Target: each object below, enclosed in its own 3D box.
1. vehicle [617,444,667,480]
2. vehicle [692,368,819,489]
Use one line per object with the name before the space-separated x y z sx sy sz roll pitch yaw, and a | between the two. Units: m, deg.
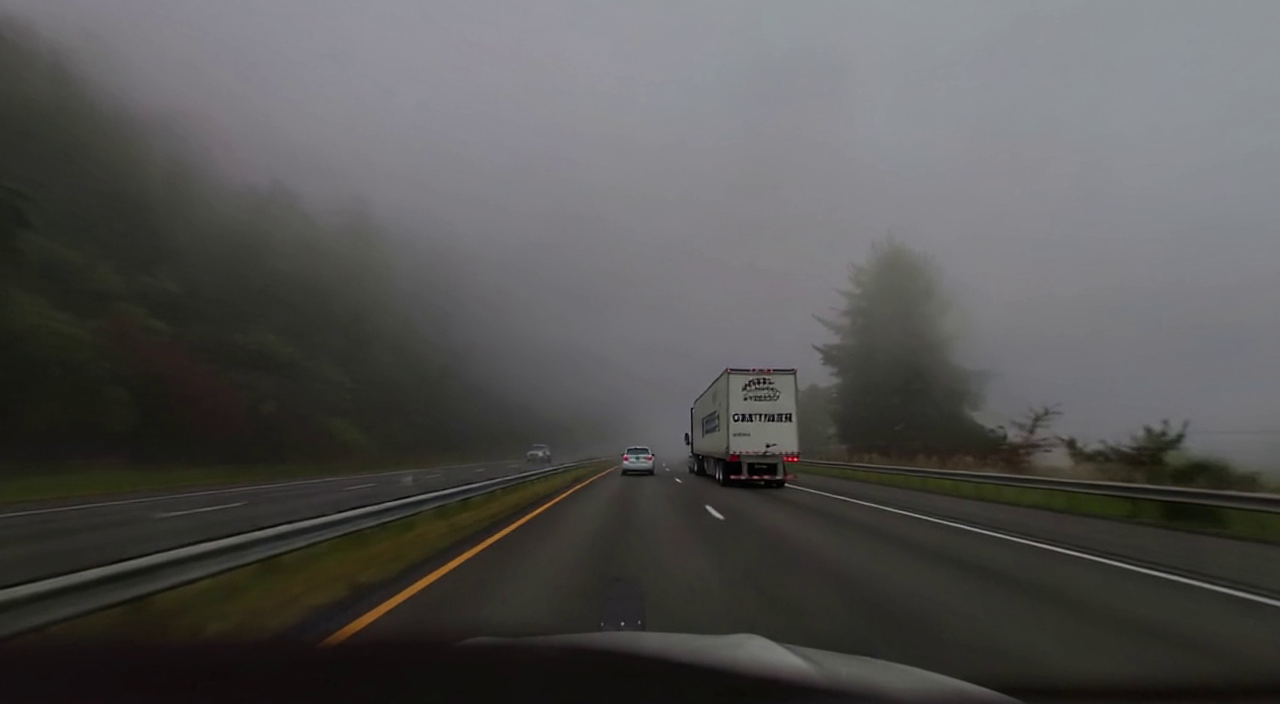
vehicle | 0.065 4.914 28.243 2.074 1.475 3.960 0 -9 0
vehicle | 4.476 3.681 28.481 2.909 4.074 14.457 0 -9 0
